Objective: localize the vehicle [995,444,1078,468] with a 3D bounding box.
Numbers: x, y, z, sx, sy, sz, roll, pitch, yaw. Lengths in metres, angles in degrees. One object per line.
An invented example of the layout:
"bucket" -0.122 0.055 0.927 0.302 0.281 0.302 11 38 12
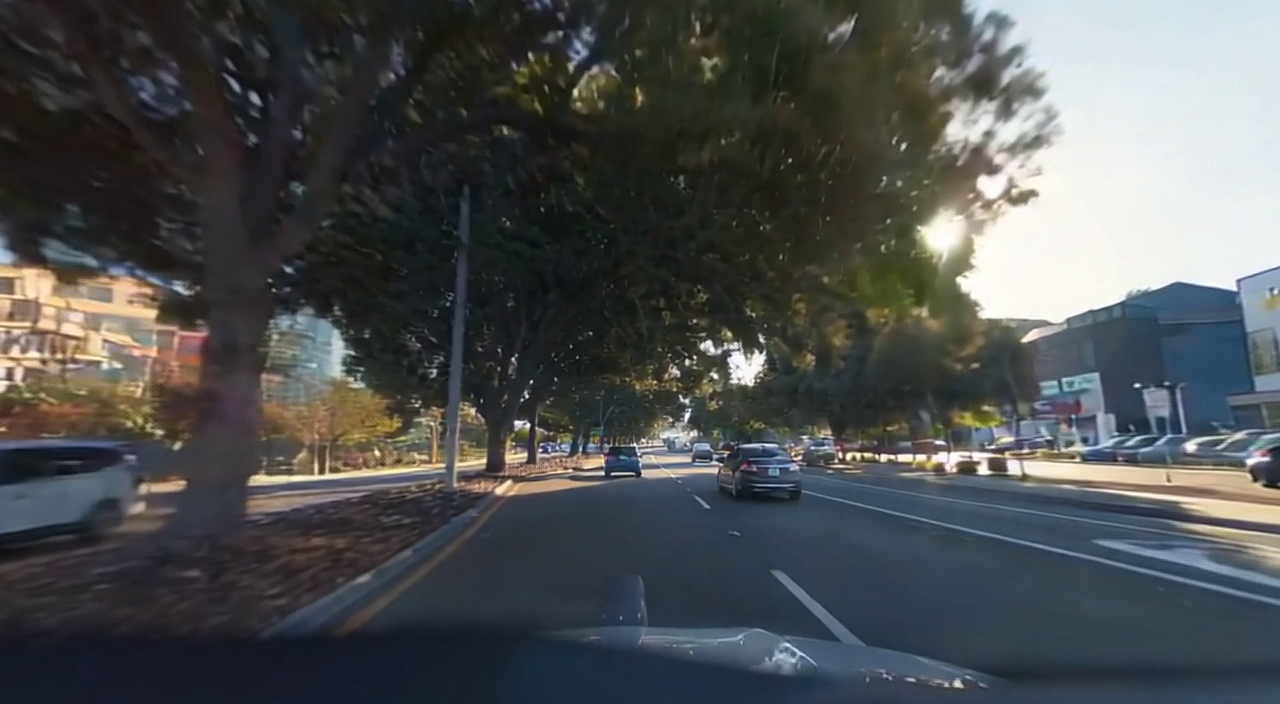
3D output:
"vehicle" 26.912 7.087 42.997 4.321 1.580 1.924 0 -10 -3

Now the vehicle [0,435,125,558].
"vehicle" -8.871 1.765 7.655 1.849 1.506 4.060 0 -9 -1

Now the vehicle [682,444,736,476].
"vehicle" 3.323 5.307 31.332 2.098 1.456 4.372 0 -9 -1

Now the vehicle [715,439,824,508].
"vehicle" 3.065 2.957 15.784 1.852 1.498 3.825 0 -9 -1

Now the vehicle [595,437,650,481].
"vehicle" -0.686 4.451 26.505 2.101 1.694 3.979 0 -9 0

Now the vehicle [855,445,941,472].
"vehicle" 16.415 6.781 40.306 4.517 1.491 2.056 -1 -8 -7
